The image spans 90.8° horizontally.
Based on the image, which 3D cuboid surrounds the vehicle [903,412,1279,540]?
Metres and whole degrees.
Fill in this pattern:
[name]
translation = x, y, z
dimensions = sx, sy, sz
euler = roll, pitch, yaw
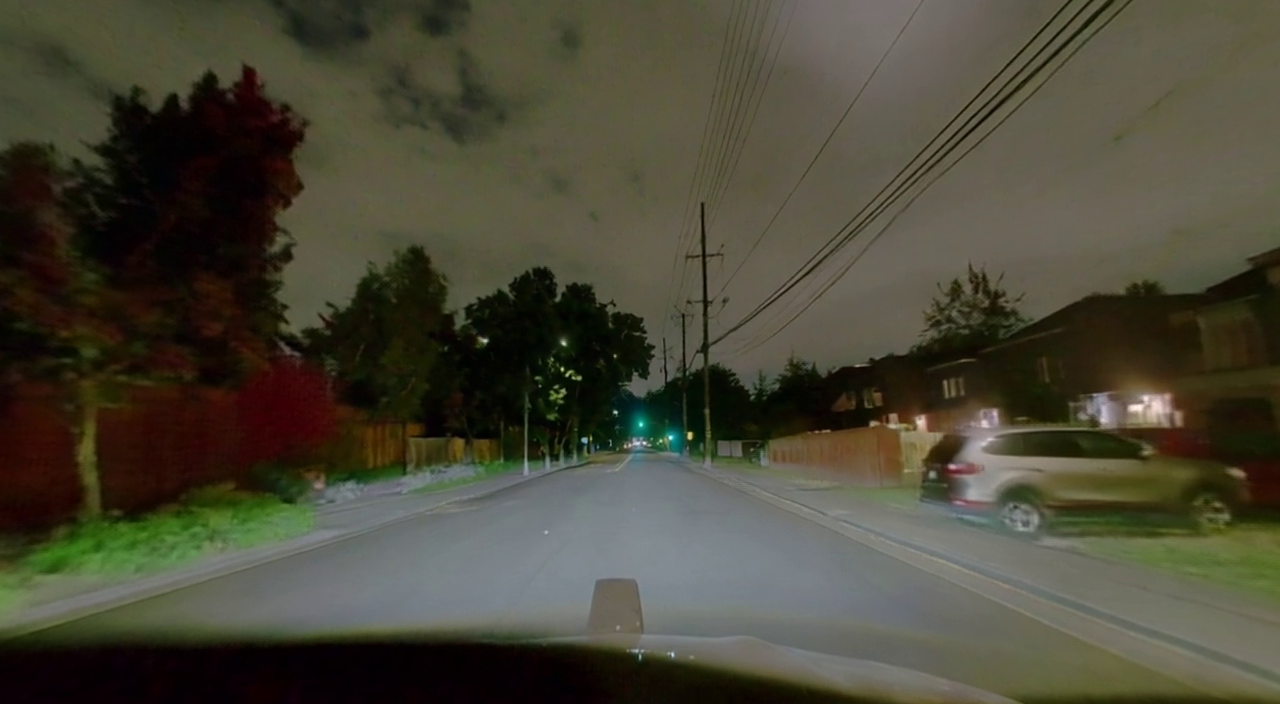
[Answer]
[vehicle]
translation = 7.225, 1.977, 10.423
dimensions = 4.806, 1.851, 2.050
euler = 0, -9, 3
